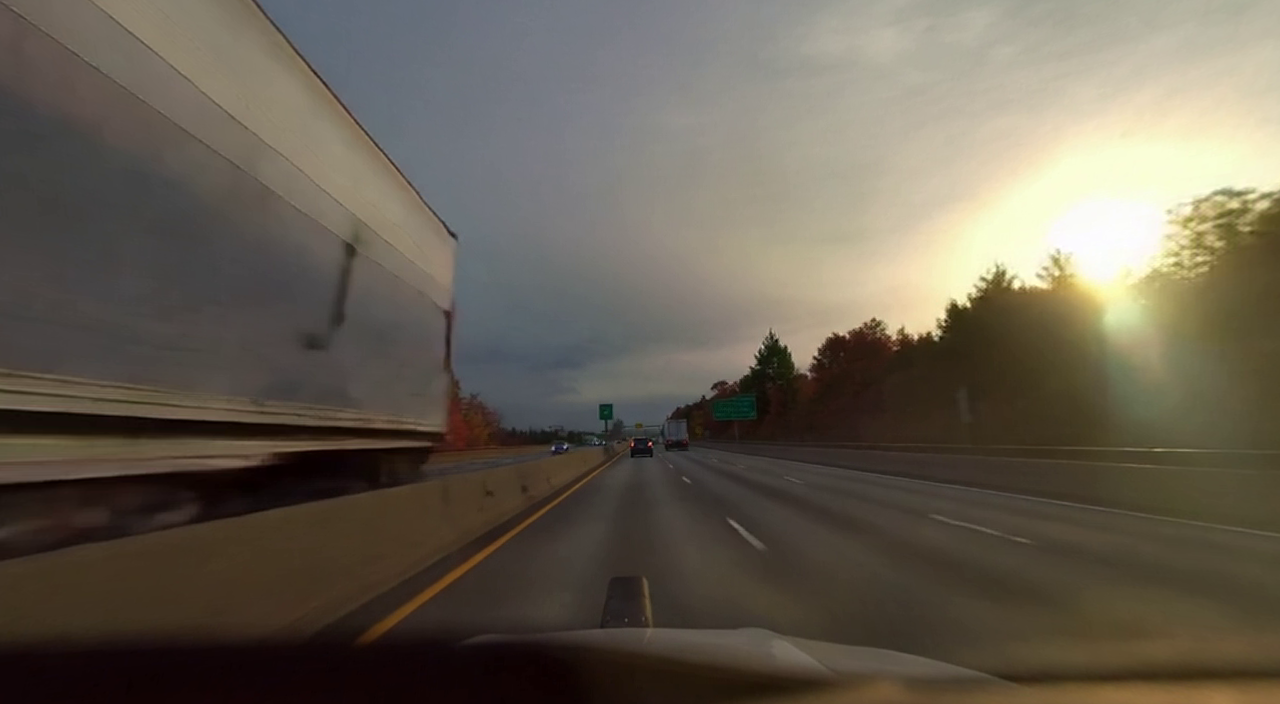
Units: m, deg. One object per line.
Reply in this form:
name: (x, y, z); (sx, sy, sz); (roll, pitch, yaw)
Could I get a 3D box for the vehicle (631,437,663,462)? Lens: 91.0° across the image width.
vehicle: (0.421, 6.037, 39.127); (1.924, 1.498, 3.817); (0, -8, 1)

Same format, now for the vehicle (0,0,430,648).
vehicle: (-4.320, -0.768, 2.310); (3.120, 3.936, 11.480); (0, -8, 0)
